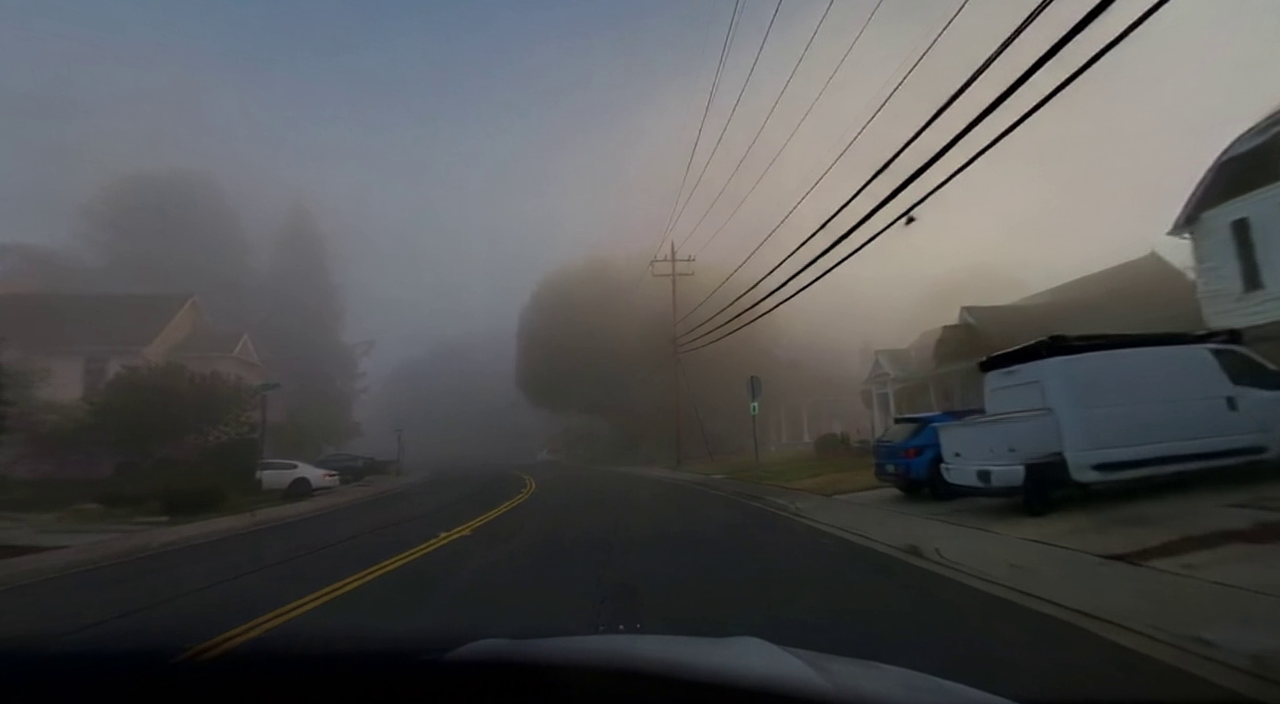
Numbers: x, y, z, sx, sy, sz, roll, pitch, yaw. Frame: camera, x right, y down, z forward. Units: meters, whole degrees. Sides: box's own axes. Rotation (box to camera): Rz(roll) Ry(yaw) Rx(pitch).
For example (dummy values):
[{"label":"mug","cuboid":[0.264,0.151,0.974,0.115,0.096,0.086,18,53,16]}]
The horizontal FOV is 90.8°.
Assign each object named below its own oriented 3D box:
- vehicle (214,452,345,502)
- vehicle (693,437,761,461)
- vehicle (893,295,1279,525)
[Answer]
[{"label":"vehicle","cuboid":[-12.475,4.300,22.242,2.390,1.431,4.253,0,-8,-5]},{"label":"vehicle","cuboid":[6.189,6.972,45.377,4.566,1.623,1.906,0,-9,-2]},{"label":"vehicle","cuboid":[8.390,0.885,10.486,7.115,3.010,2.378,-4,-8,-4]}]
